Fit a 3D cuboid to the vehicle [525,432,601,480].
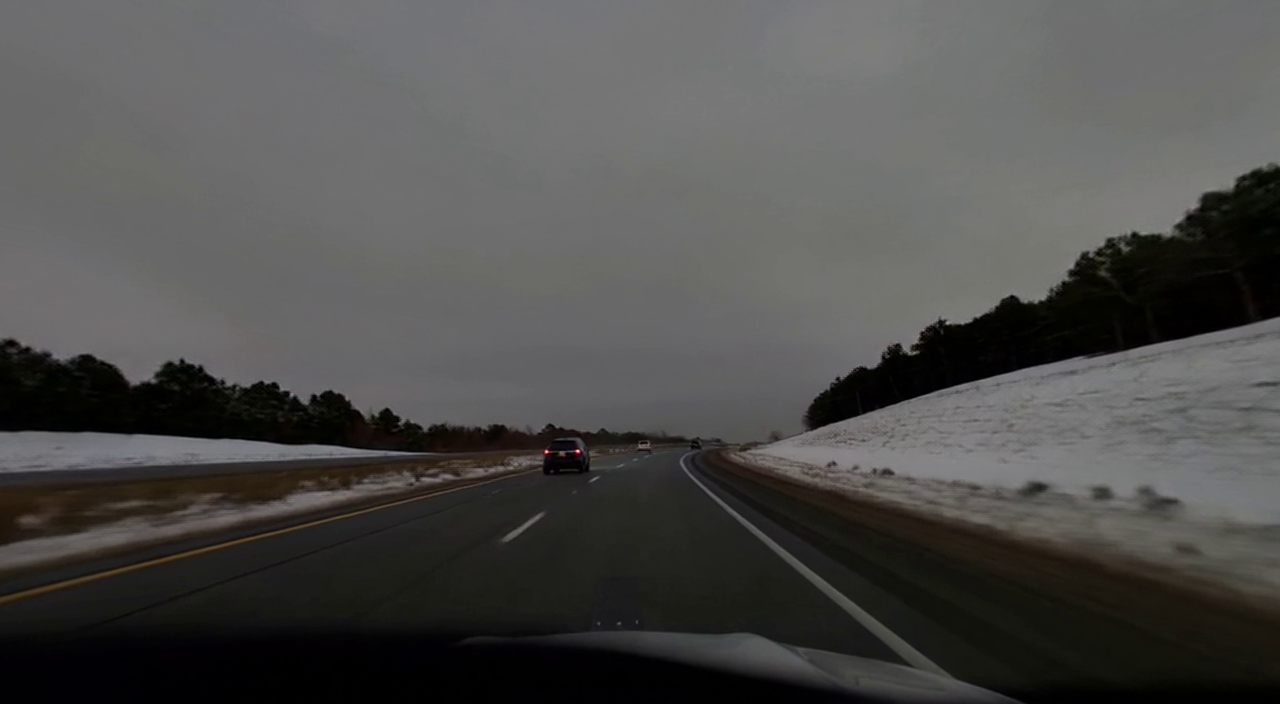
[{"bbox_3d":[-2.923,4.107,25.203,2.252,1.743,4.560,-1,-8,3],"label":"vehicle"}]
